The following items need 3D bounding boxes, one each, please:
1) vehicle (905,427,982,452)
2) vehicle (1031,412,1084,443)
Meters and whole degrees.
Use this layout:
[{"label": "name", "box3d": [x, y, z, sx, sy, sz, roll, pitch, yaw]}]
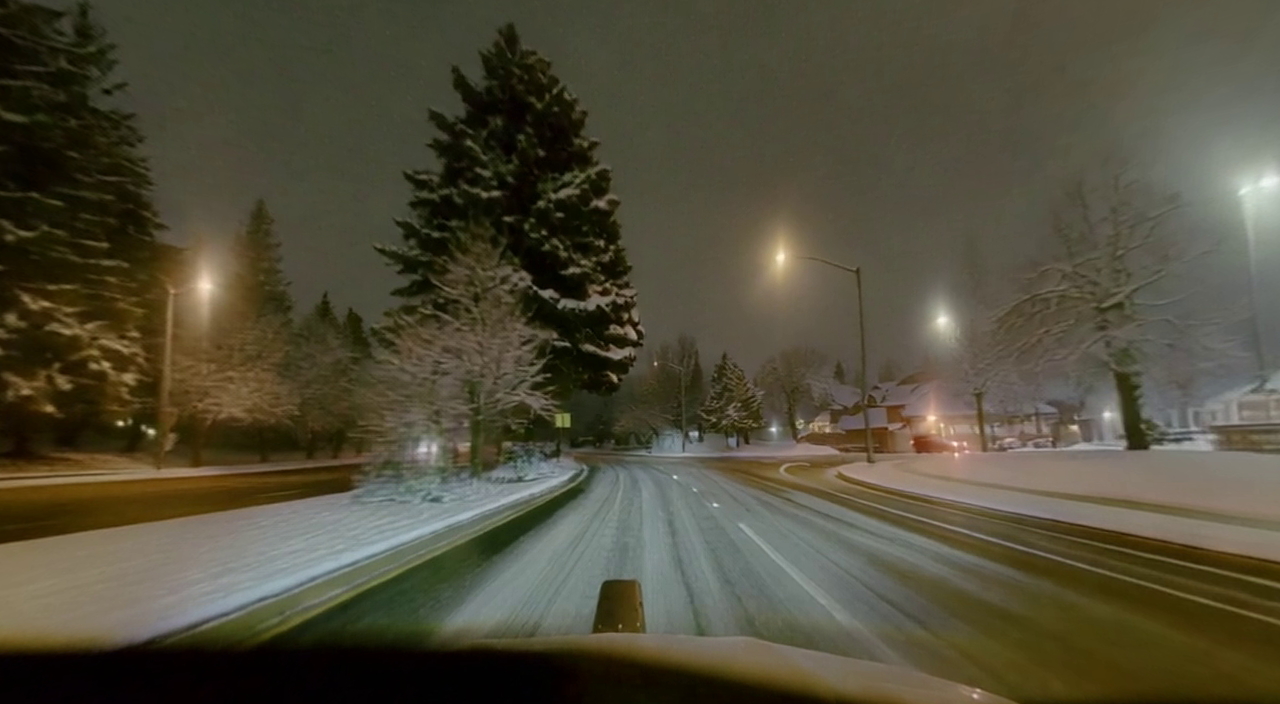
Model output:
[{"label": "vehicle", "box3d": [21.006, 6.099, 43.588, 4.499, 1.627, 2.003, -5, -10, 33]}, {"label": "vehicle", "box3d": [29.494, 5.357, 44.412, 2.111, 2.008, 4.557, -8, -12, 44]}]
